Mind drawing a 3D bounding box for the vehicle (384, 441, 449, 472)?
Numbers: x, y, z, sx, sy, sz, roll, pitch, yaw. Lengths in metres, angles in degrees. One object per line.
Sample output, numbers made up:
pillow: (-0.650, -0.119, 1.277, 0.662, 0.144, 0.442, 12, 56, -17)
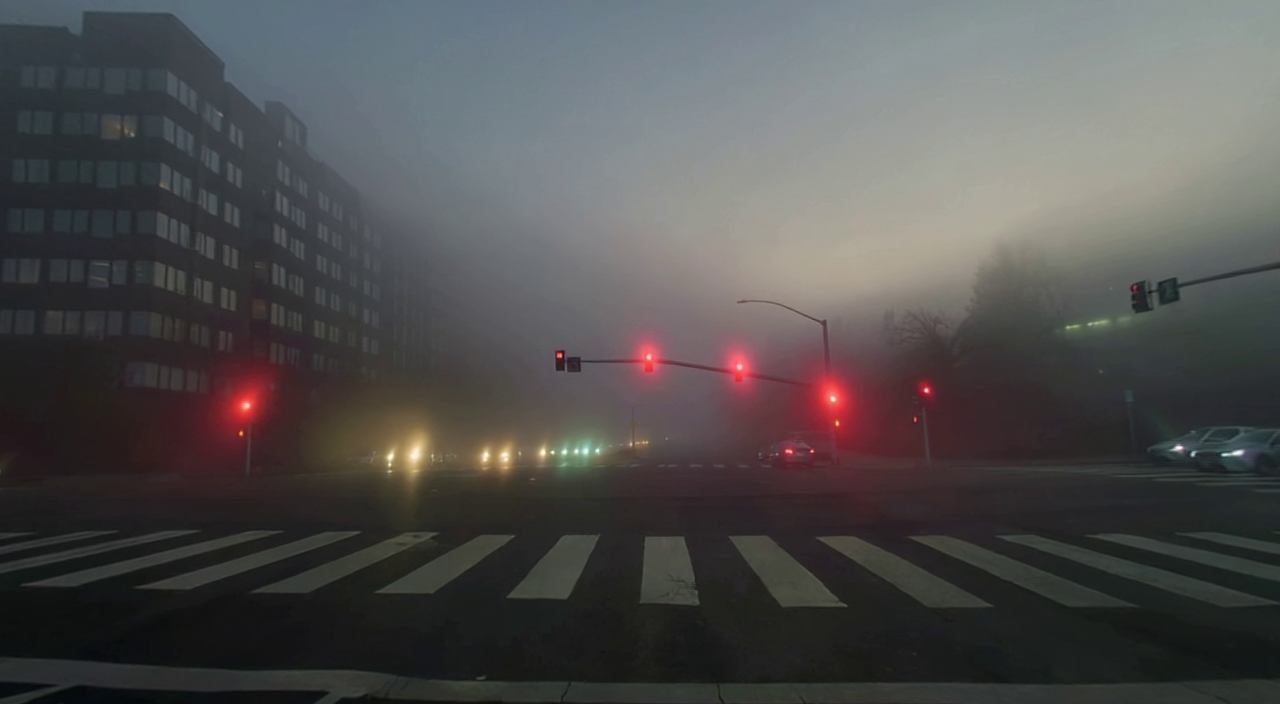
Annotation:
vehicle: (-15.133, 7.126, 43.251, 2.340, 1.946, 5.450, -1, -9, 1)

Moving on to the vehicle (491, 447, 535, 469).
vehicle: (-8.076, 6.785, 40.595, 1.910, 1.288, 4.093, -1, -9, 1)

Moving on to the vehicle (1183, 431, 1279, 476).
vehicle: (22.318, 3.563, 22.358, 4.474, 1.477, 1.908, 0, -9, -3)

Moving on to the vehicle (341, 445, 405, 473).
vehicle: (-18.545, 7.418, 44.100, 2.237, 1.842, 5.116, 0, -9, 0)

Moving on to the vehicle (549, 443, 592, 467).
vehicle: (-4.497, 6.717, 41.530, 2.109, 1.461, 4.637, -1, -9, 2)

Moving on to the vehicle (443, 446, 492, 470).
vehicle: (-11.637, 7.150, 42.827, 2.003, 1.476, 4.297, -1, -9, 2)
